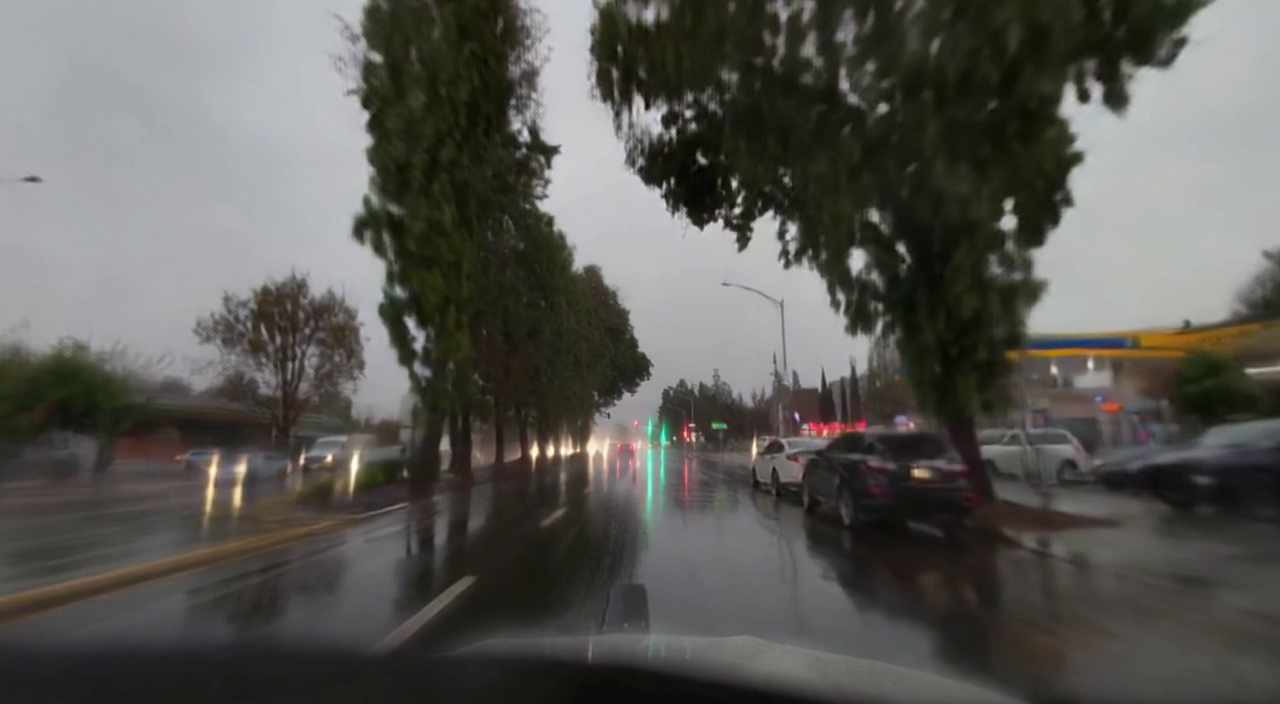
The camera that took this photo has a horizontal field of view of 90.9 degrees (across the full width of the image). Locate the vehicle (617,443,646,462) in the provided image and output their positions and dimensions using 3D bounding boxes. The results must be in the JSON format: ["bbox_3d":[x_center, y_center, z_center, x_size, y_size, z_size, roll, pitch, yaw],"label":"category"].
[{"bbox_3d":[-0.623,7.903,49.744,1.959,1.406,4.272,-1,-9,3],"label":"vehicle"}]

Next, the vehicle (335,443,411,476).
[{"bbox_3d":[-14.150,5.690,33.733,1.977,1.619,4.612,0,-9,1],"label":"vehicle"}]

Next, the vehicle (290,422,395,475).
[{"bbox_3d":[-18.421,6.062,39.646,2.837,2.953,7.214,0,-9,2],"label":"vehicle"}]

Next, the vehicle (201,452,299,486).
[{"bbox_3d":[-18.660,5.584,30.444,1.817,1.460,4.524,0,-9,1],"label":"vehicle"}]

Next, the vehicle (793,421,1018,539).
[{"bbox_3d":[4.432,2.209,11.505,2.179,1.709,4.512,0,-9,1],"label":"vehicle"}]

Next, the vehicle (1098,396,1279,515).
[{"bbox_3d":[11.832,1.814,11.275,5.404,1.914,2.159,-1,-9,3],"label":"vehicle"}]
